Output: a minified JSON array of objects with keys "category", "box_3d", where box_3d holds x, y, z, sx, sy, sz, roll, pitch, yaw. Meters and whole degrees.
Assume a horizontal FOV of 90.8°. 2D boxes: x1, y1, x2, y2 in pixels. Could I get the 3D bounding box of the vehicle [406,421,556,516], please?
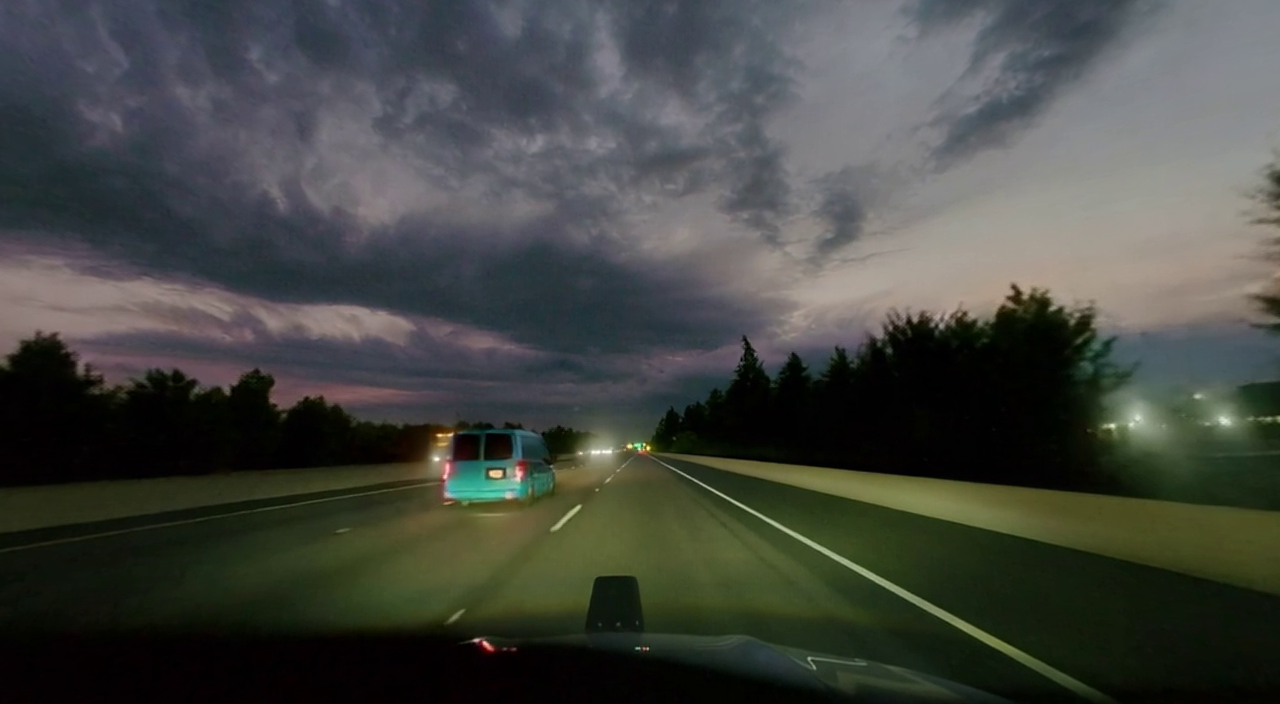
[{"category":"vehicle","box_3d":[-3.698,2.854,15.960,2.349,1.973,5.419,0,-9,0]}]
